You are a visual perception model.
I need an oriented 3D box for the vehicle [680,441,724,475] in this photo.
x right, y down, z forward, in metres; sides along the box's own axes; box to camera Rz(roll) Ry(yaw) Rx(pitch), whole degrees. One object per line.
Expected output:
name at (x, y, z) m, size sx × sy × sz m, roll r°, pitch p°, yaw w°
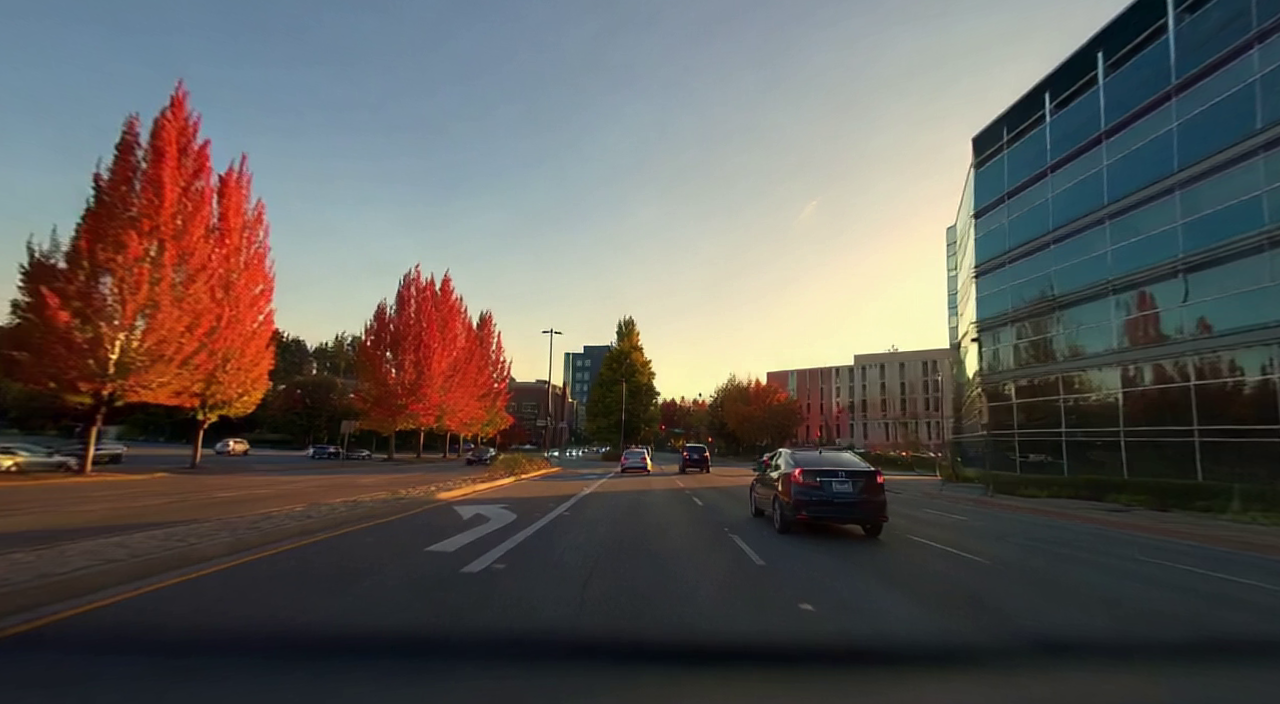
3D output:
vehicle at (3.737, 6.468, 38.766) m, size 2.154 × 1.844 × 4.634 m, roll 2°, pitch -8°, yaw -1°

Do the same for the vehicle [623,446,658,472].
vehicle at (0.022, 6.494, 38.578) m, size 1.991 × 1.477 × 3.814 m, roll 0°, pitch -8°, yaw 0°

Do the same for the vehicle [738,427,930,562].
vehicle at (2.835, 2.126, 10.156) m, size 1.901 × 1.634 × 3.896 m, roll 3°, pitch -8°, yaw 1°
